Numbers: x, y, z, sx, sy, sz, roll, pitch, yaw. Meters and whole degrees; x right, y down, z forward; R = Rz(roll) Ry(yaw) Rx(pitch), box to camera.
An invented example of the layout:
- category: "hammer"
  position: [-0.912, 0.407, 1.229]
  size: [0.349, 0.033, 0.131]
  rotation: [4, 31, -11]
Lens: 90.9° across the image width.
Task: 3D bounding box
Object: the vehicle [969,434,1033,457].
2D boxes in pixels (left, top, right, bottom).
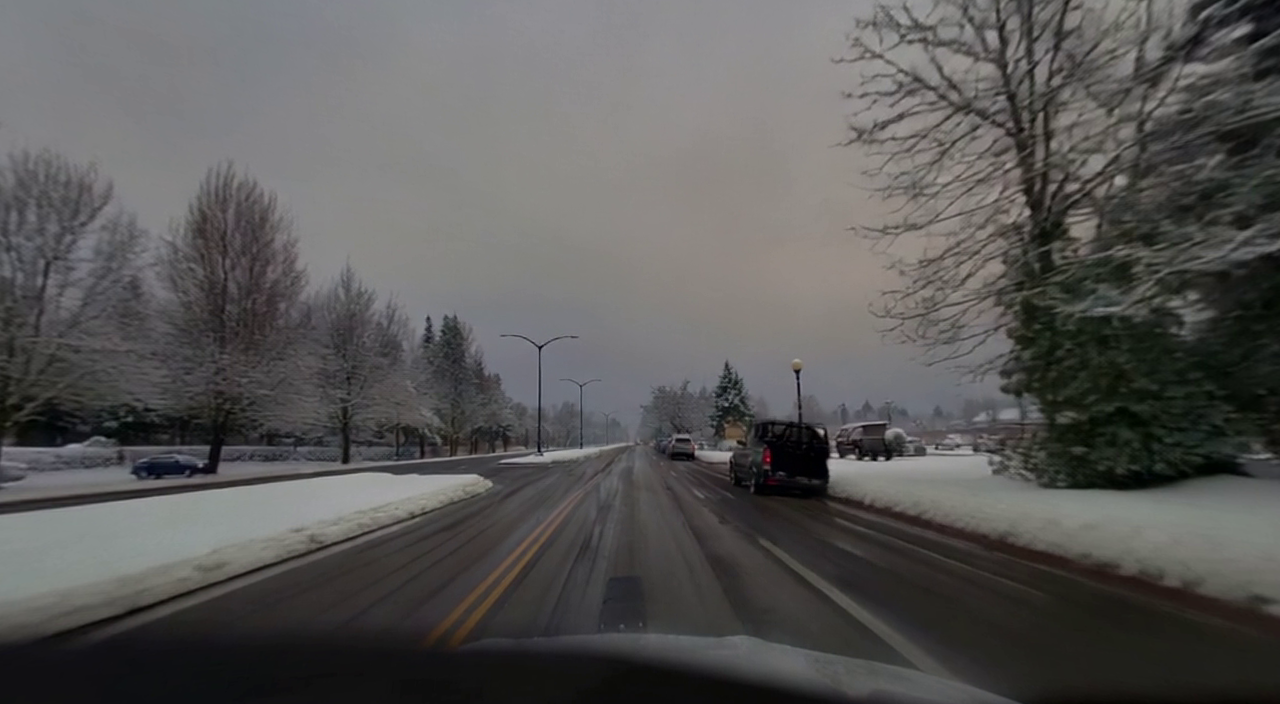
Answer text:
- category: "vehicle"
  position: [25.272, 6.590, 44.298]
  size: [1.896, 1.538, 4.080]
  rotation: [0, -9, -2]

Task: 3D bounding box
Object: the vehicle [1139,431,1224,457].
- category: "vehicle"
  position: [38.345, 6.518, 44.798]
  size: [1.870, 1.514, 4.544]
  rotation: [-6, -7, -1]

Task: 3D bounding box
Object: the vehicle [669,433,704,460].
- category: "vehicle"
  position: [3.311, 6.858, 45.762]
  size: [2.144, 1.848, 4.159]
  rotation: [0, -8, -1]

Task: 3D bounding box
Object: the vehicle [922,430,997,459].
- category: "vehicle"
  position: [22.310, 6.500, 44.342]
  size: [2.313, 1.900, 5.397]
  rotation: [1, -9, -1]

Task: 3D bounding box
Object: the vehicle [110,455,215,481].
- category: "vehicle"
  position: [-29.171, 7.090, 38.652]
  size: [4.719, 1.433, 1.995]
  rotation: [1, -8, -5]

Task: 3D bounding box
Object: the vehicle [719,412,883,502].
- category: "vehicle"
  position: [3.784, 2.622, 16.217]
  size: [2.493, 1.896, 5.433]
  rotation: [0, -8, -4]
